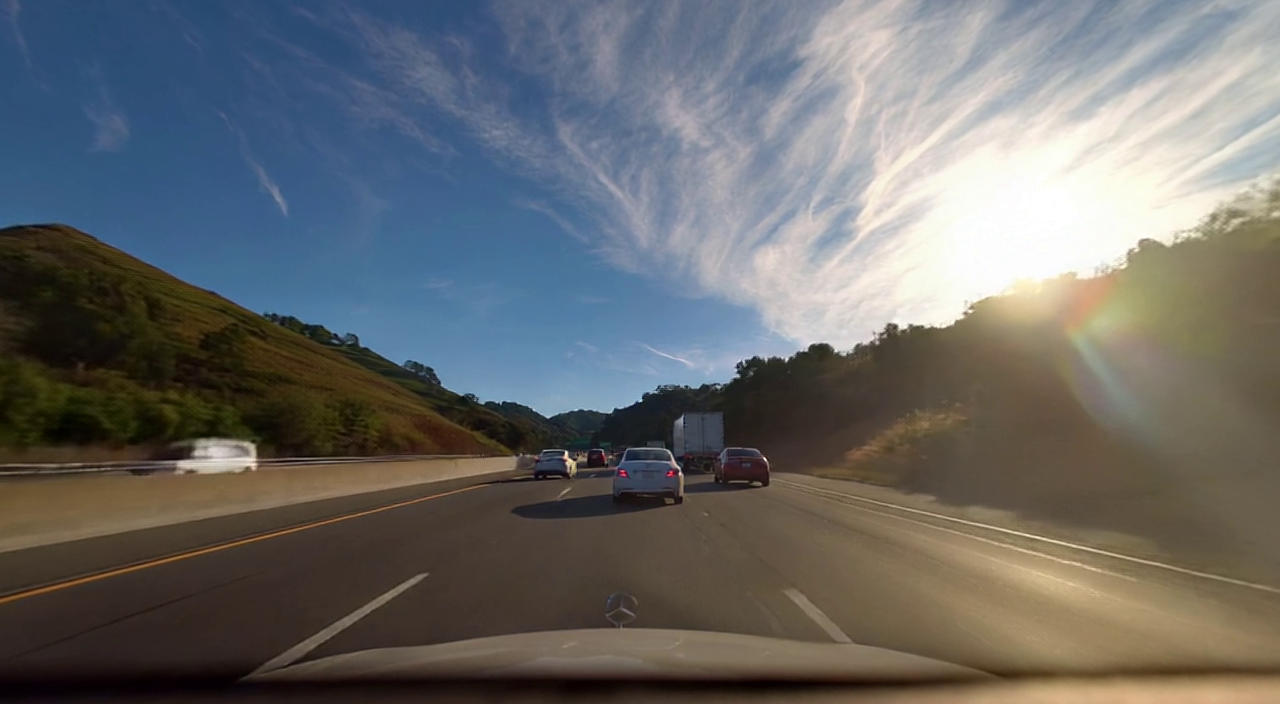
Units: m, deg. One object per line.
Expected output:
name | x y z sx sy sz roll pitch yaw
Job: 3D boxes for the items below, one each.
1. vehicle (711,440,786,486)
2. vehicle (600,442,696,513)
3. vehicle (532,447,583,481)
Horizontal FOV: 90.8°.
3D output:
vehicle | 4.050 4.254 24.318 2.029 1.579 4.484 0 -9 -1
vehicle | 0.168 2.964 15.274 2.041 1.484 3.535 0 -9 0
vehicle | -3.844 5.311 30.114 1.848 1.486 3.832 0 -9 1
